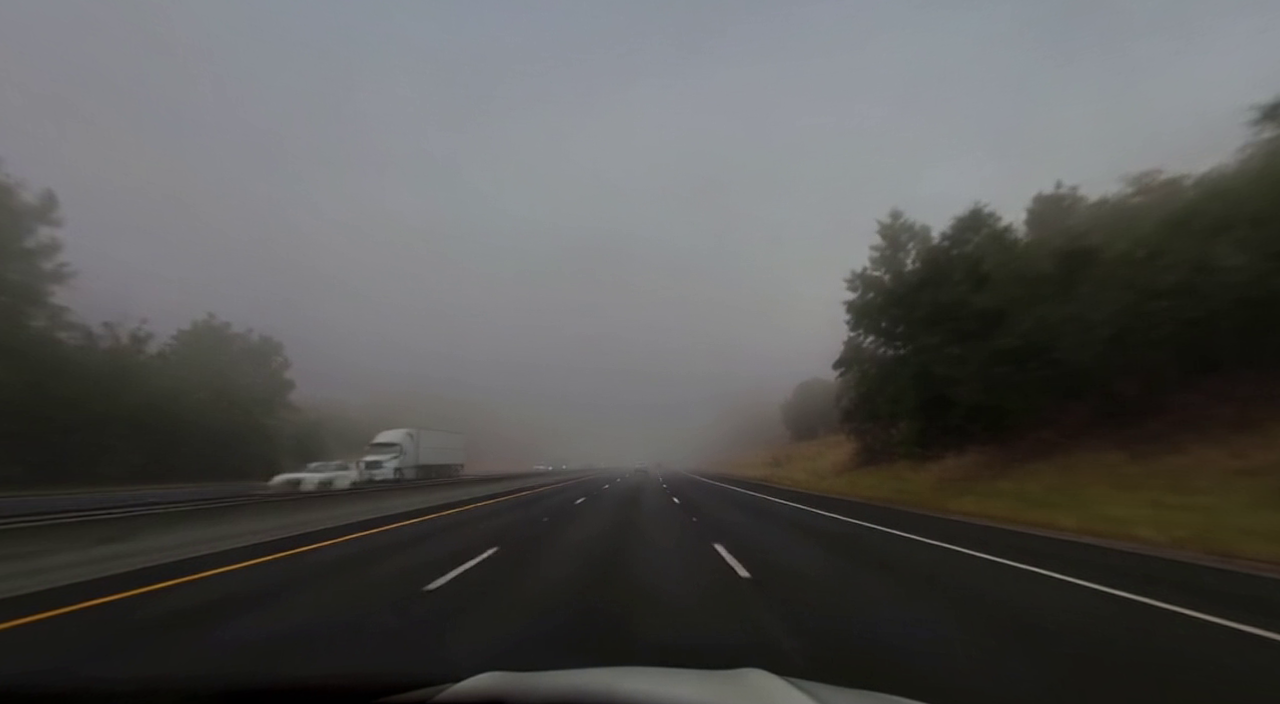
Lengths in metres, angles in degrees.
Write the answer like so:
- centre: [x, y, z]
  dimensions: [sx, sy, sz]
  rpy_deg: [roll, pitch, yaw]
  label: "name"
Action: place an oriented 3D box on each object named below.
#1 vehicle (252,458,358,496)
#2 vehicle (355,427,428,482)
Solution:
- centre: [-14.670, 5.530, 27.959]
  dimensions: [1.909, 1.501, 4.809]
  rpy_deg: [0, -11, 2]
  label: "vehicle"
- centre: [-19.333, 8.103, 49.461]
  dimensions: [2.984, 3.962, 5.856]
  rpy_deg: [0, -11, 2]
  label: "vehicle"
